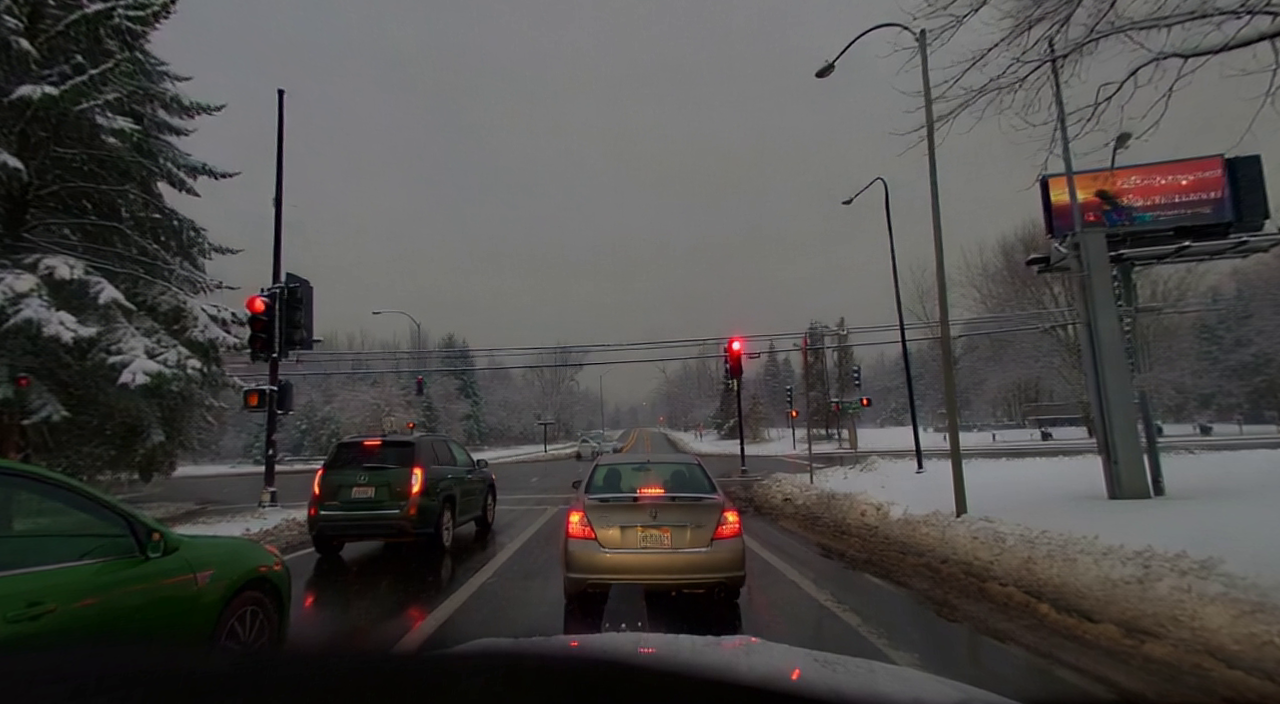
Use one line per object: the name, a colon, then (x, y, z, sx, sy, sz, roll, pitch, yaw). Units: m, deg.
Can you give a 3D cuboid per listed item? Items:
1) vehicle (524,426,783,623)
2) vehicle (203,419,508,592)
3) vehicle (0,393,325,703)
vehicle: (0.040, 1.587, 6.625, 1.977, 1.467, 3.474, 0, -9, -2)
vehicle: (-3.170, 1.790, 8.144, 1.950, 1.628, 4.082, -1, -9, 1)
vehicle: (-3.150, 0.953, 2.430, 1.808, 1.520, 3.846, -1, -9, 1)
